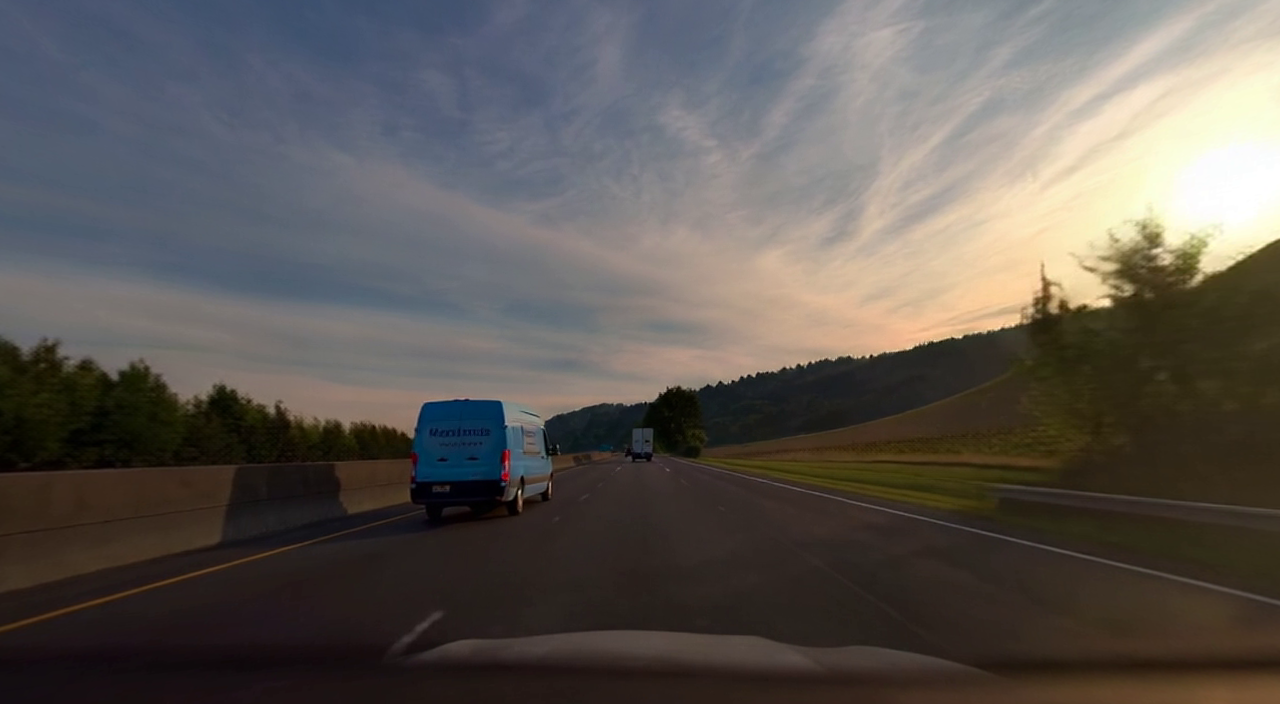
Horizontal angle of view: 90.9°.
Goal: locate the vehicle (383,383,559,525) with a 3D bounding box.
[{"bbox_3d":[-3.605,2.427,15.337,2.320,2.636,7.021,0,-9,0],"label":"vehicle"}]
